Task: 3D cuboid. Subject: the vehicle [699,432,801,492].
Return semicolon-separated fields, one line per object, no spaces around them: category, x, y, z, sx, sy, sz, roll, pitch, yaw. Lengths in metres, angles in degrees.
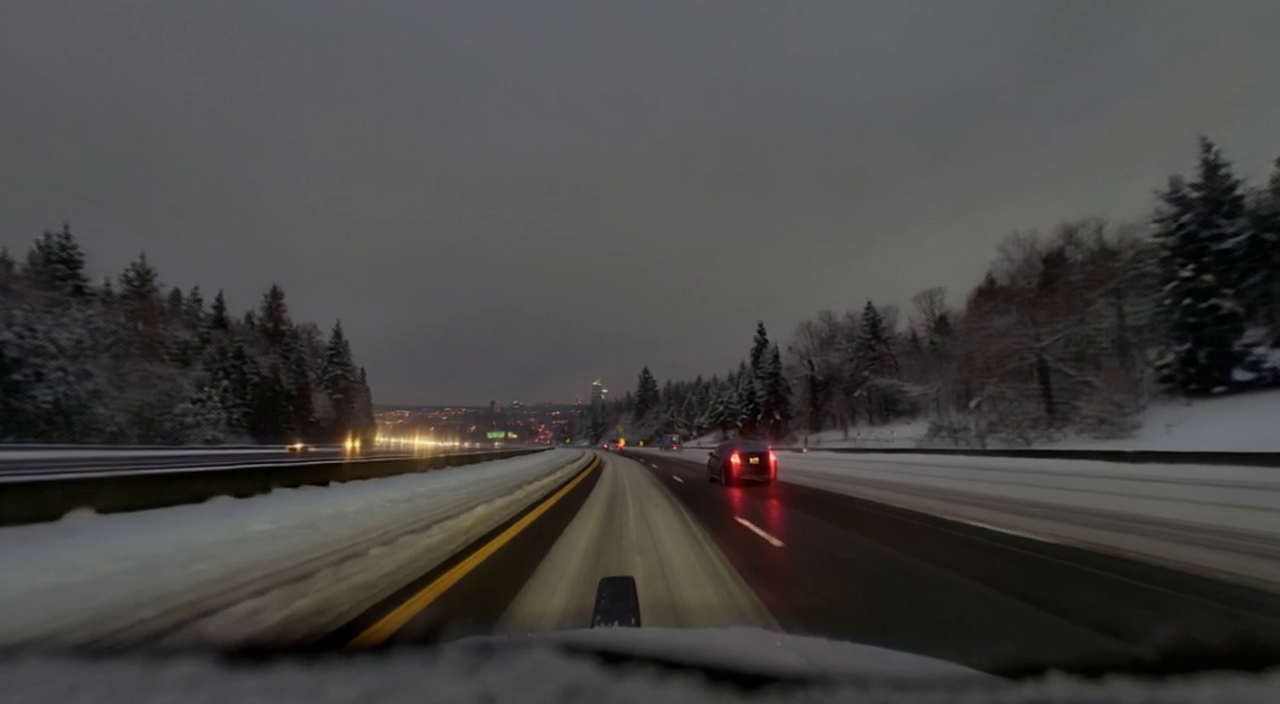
vehicle;3.401;3.531;20.607;2.305;1.729;4.526;0;-8;-3
